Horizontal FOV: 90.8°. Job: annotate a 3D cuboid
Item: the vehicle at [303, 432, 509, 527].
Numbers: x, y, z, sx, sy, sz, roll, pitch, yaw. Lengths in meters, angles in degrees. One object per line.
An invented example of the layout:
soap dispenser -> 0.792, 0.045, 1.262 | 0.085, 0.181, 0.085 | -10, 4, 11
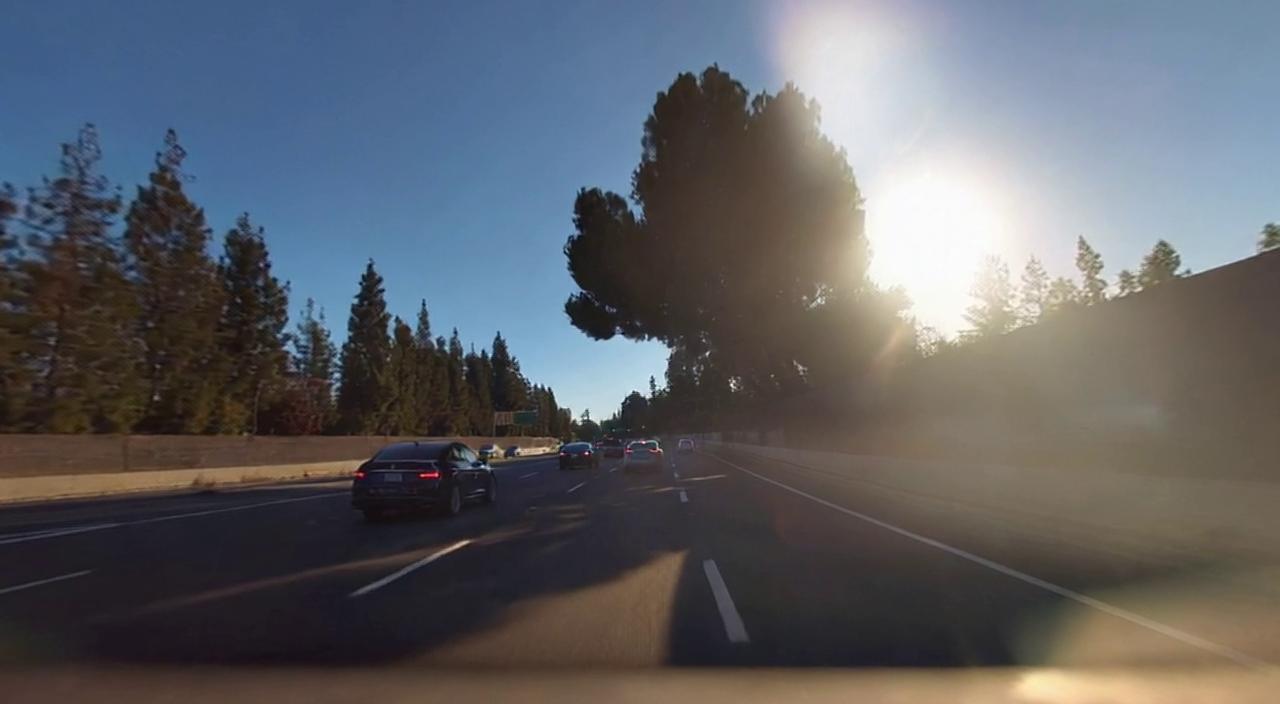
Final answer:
vehicle -> -4.186, 2.377, 12.355 | 1.981, 1.460, 4.792 | 0, -9, 3

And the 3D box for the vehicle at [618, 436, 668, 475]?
vehicle -> 0.207, 4.707, 28.903 | 2.082, 1.638, 4.644 | 0, -9, 2
